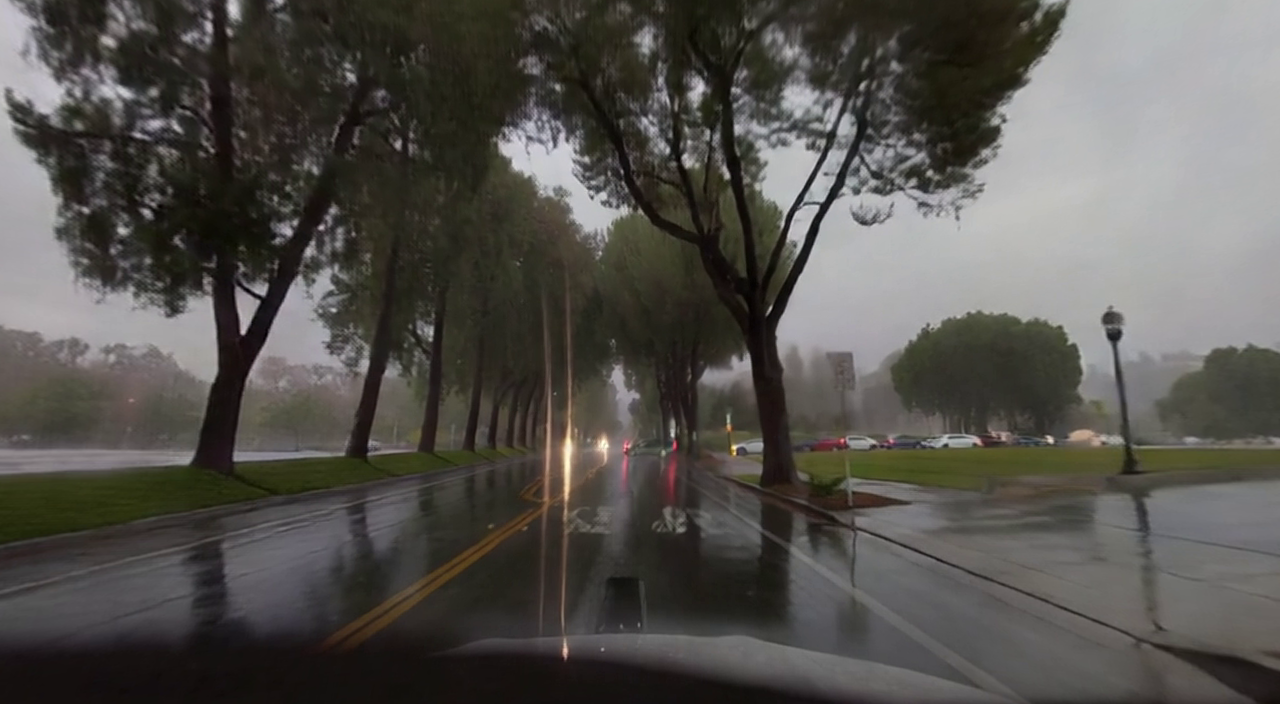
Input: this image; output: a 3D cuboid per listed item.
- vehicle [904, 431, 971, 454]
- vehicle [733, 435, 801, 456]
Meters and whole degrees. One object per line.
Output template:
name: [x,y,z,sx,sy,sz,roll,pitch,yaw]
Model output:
vehicle: [20.925,6.418,44.438,3.830,1.429,1.890,4,-10,-10]
vehicle: [9.866,7.316,49.331,4.870,1.507,2.073,-1,-8,0]
